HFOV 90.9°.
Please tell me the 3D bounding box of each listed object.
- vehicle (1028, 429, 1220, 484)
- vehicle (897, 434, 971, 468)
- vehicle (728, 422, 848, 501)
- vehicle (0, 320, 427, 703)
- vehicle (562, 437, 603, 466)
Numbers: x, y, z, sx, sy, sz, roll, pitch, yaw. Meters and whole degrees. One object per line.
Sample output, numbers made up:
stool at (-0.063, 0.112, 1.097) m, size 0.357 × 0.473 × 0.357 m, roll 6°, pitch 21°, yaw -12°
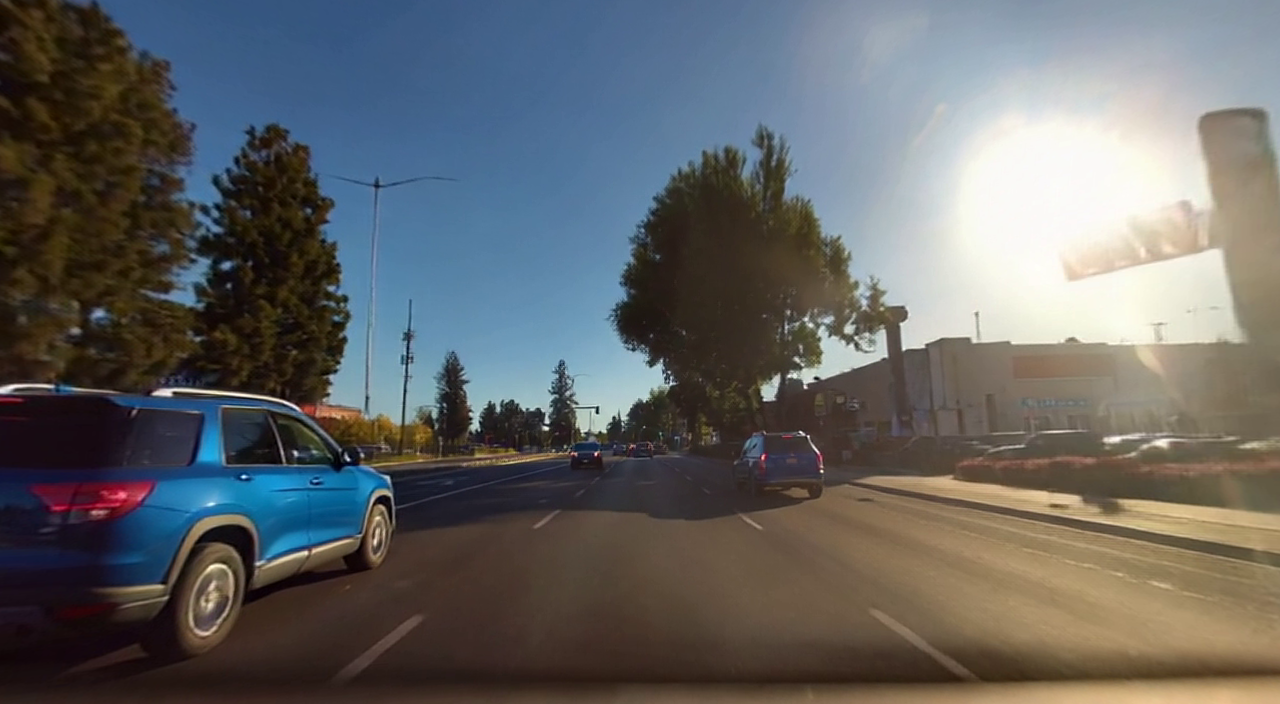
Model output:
vehicle at (13.660, 2.962, 17.960) m, size 4.040 × 1.497 × 1.702 m, roll 0°, pitch -8°, yaw -1°
vehicle at (15.655, 5.283, 33.849) m, size 1.897 × 1.662 × 4.504 m, roll 0°, pitch -8°, yaw 2°
vehicle at (3.672, 2.814, 16.576) m, size 2.024 × 1.773 × 4.431 m, roll 0°, pitch -8°, yaw 0°
vehicle at (-3.843, 1.138, 5.558) m, size 2.210 × 1.925 × 4.838 m, roll 0°, pitch -8°, yaw 0°
vehicle at (-3.640, 6.406, 40.626) m, size 2.112 × 1.775 × 4.404 m, roll 0°, pitch -8°, yaw 1°
